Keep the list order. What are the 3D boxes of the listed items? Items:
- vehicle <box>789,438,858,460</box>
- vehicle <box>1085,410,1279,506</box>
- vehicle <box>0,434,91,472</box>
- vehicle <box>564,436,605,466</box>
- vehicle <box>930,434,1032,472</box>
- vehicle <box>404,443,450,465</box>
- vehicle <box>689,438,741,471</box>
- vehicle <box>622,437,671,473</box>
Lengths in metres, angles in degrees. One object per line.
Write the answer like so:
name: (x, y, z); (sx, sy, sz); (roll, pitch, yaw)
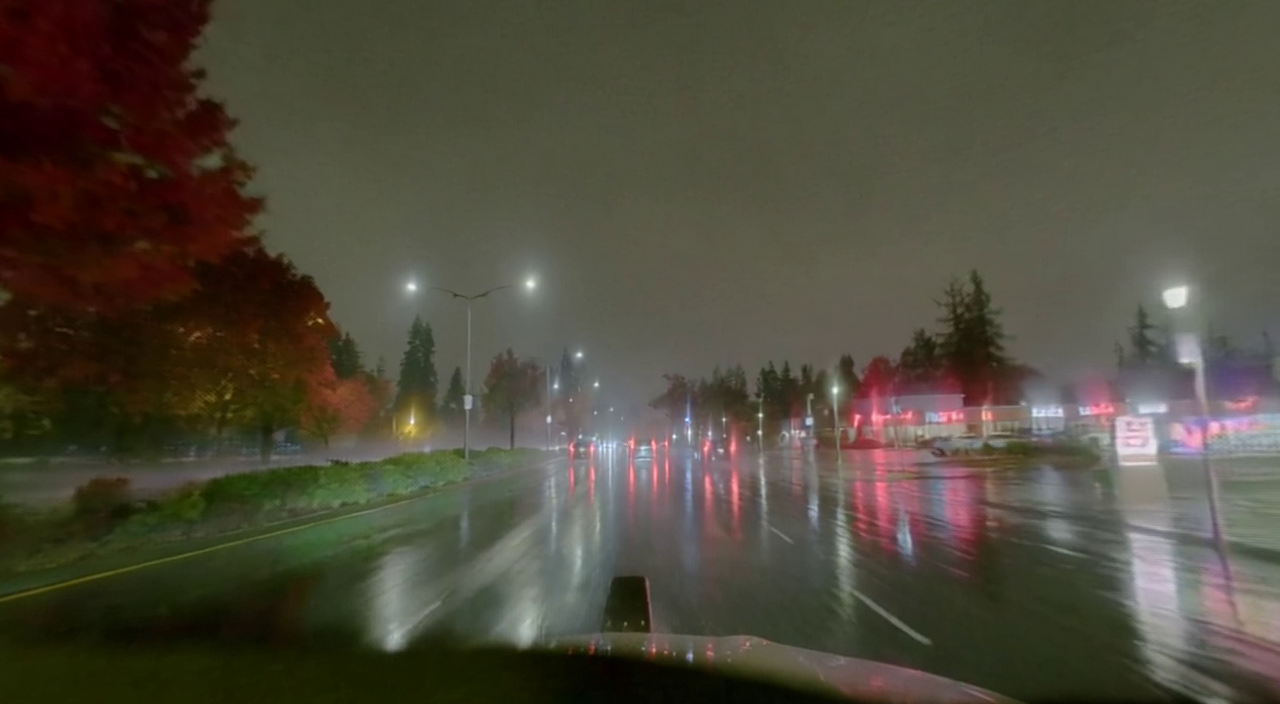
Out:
vehicle: (13.246, 7.032, 45.718); (4.622, 1.469, 1.934); (-2, -9, 10)
vehicle: (13.094, 2.234, 13.631); (5.144, 1.834, 2.188); (-2, -9, 2)
vehicle: (-35.500, 5.706, 35.986); (2.578, 1.973, 6.455); (1, -8, -1)
vehicle: (-3.182, 5.807, 37.082); (1.995, 1.607, 4.086); (0, -8, 1)
vehicle: (15.096, 4.486, 28.239); (2.099, 1.526, 4.555); (-1, -8, 2)
vehicle: (-15.520, 7.440, 46.092); (1.796, 1.466, 4.362); (0, -8, 1)
vehicle: (3.608, 5.047, 31.270); (2.012, 1.462, 4.400); (0, -8, 0)
vehicle: (0.270, 4.601, 28.408); (2.059, 1.477, 4.216); (0, -8, 0)
